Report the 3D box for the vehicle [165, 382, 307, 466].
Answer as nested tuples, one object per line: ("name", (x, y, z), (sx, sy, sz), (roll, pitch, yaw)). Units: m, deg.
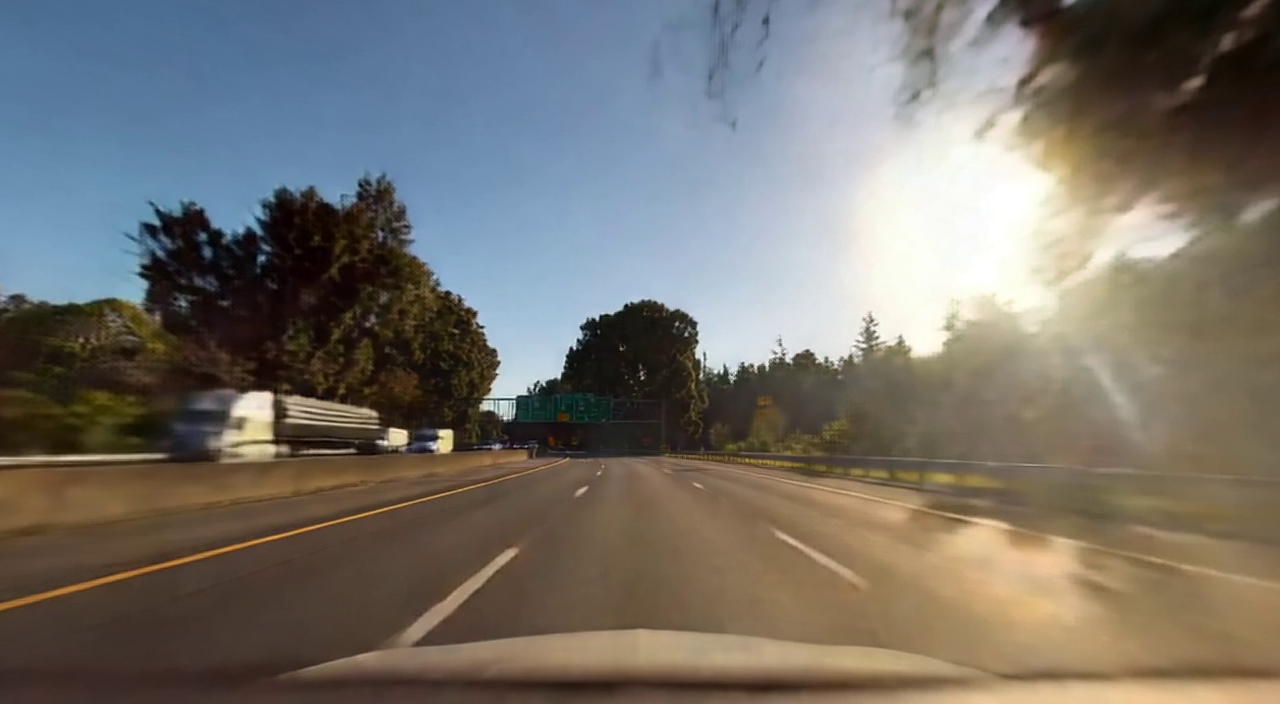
("vehicle", (-20.758, 3.874, 32.994), (3.001, 3.943, 6.753), (0, -9, -3))
